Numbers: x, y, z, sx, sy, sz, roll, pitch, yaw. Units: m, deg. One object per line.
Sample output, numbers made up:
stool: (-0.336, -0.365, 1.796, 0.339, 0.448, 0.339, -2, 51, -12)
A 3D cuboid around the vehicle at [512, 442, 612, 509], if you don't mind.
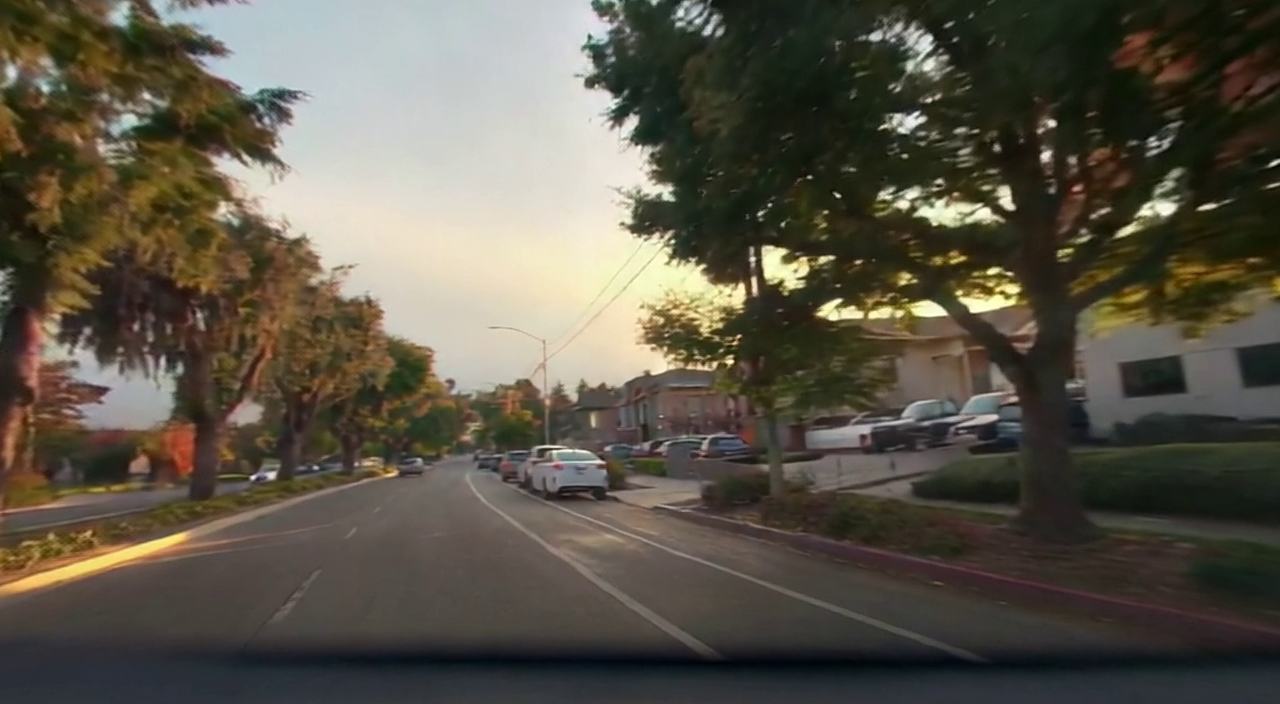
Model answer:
vehicle: (-2.564, 3.675, 19.527, 2.078, 1.738, 5.133, 2, -9, -18)
